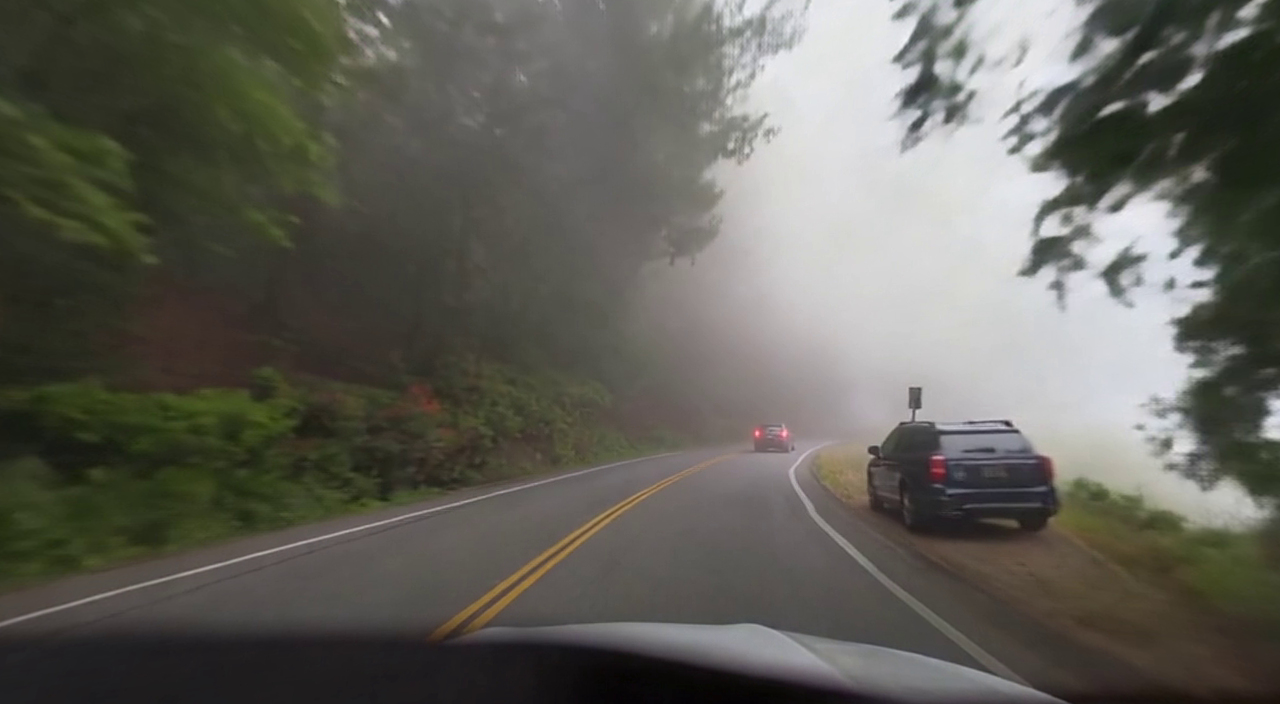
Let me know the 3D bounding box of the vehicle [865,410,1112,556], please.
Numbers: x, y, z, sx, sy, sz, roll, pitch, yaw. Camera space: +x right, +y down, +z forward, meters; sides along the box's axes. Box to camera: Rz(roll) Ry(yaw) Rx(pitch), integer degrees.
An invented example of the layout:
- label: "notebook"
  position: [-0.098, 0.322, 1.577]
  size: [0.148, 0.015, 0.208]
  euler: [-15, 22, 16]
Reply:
- label: "vehicle"
  position: [5.163, 1.954, 10.262]
  size: [2.172, 1.773, 4.601]
  euler: [-1, -8, 12]

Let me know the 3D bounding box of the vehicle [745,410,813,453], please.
- label: "vehicle"
  position: [7.104, 4.037, 31.772]
  size: [2.469, 1.953, 5.605]
  euler: [-3, -9, 21]
